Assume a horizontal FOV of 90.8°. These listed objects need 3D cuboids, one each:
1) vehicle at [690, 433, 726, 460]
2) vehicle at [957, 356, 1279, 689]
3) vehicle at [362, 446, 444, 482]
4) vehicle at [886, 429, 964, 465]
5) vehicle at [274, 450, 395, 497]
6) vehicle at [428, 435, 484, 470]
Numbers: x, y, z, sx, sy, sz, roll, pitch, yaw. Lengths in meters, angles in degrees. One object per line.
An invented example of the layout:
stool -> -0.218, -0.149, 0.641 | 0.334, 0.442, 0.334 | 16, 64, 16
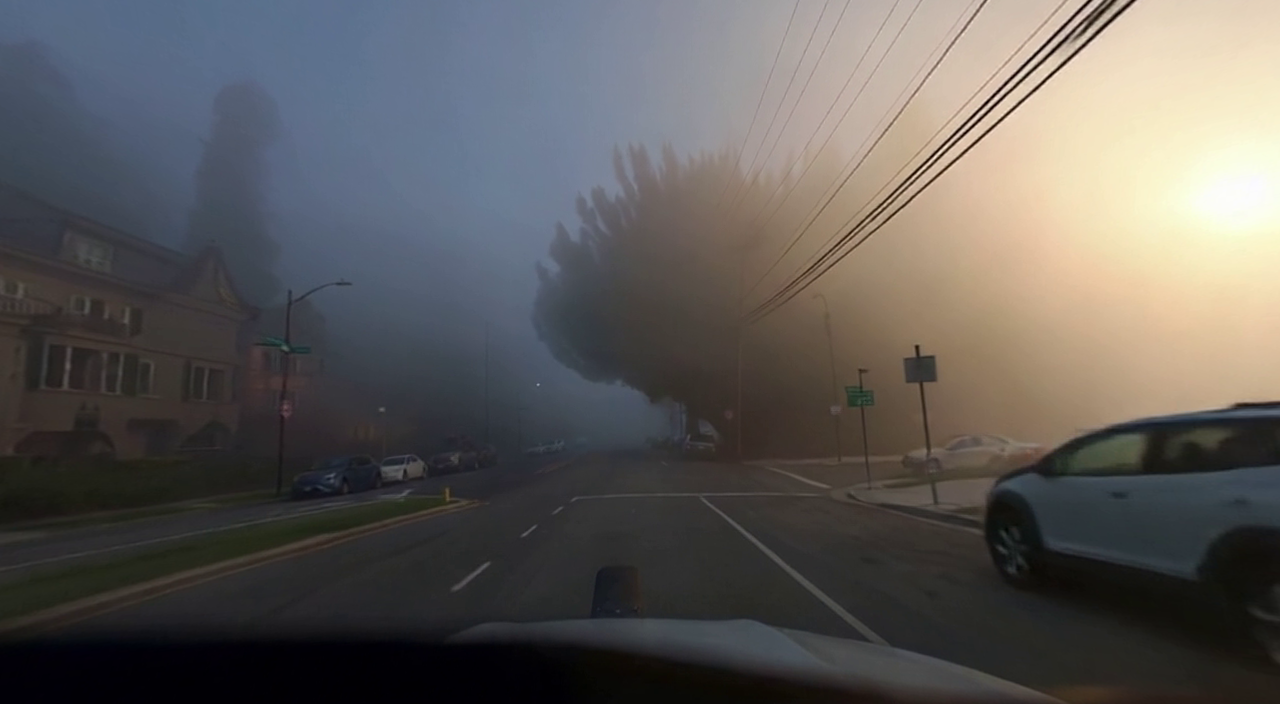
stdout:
vehicle -> 4.324, 6.081, 40.725 | 1.867, 1.680, 4.176 | 0, -8, 0
vehicle -> 4.525, 1.092, 4.579 | 2.126, 1.802, 4.259 | 0, -8, -1
vehicle -> -11.114, 5.258, 29.987 | 2.082, 1.540, 4.654 | 0, -8, 0
vehicle -> 13.830, 4.551, 30.523 | 2.122, 1.474, 4.313 | -9, -10, 41
vehicle -> -11.130, 4.429, 23.485 | 1.970, 1.523, 4.702 | -1, -8, 2
vehicle -> -11.184, 6.126, 38.730 | 2.056, 1.980, 4.763 | 0, -8, -1
